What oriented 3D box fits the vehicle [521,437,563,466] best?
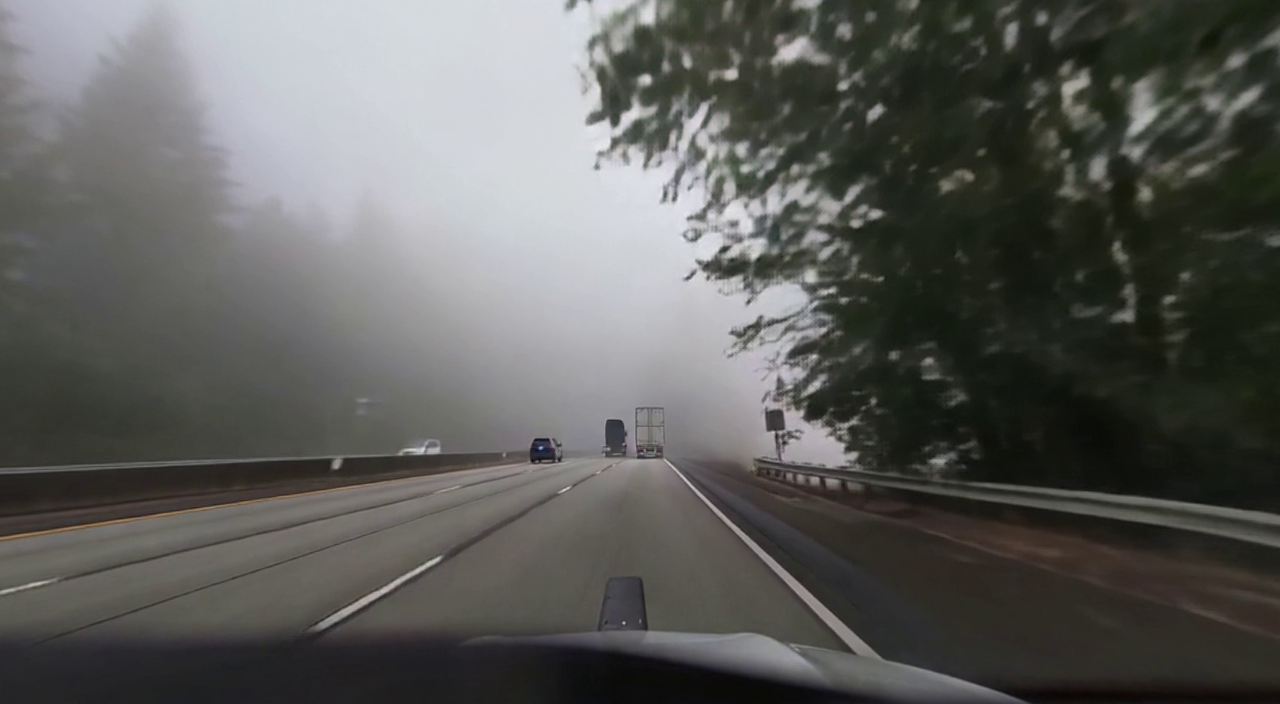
[{"bbox_3d":[-6.827,6.972,44.437,2.149,1.884,4.627,0,-8,2],"label":"vehicle"}]
